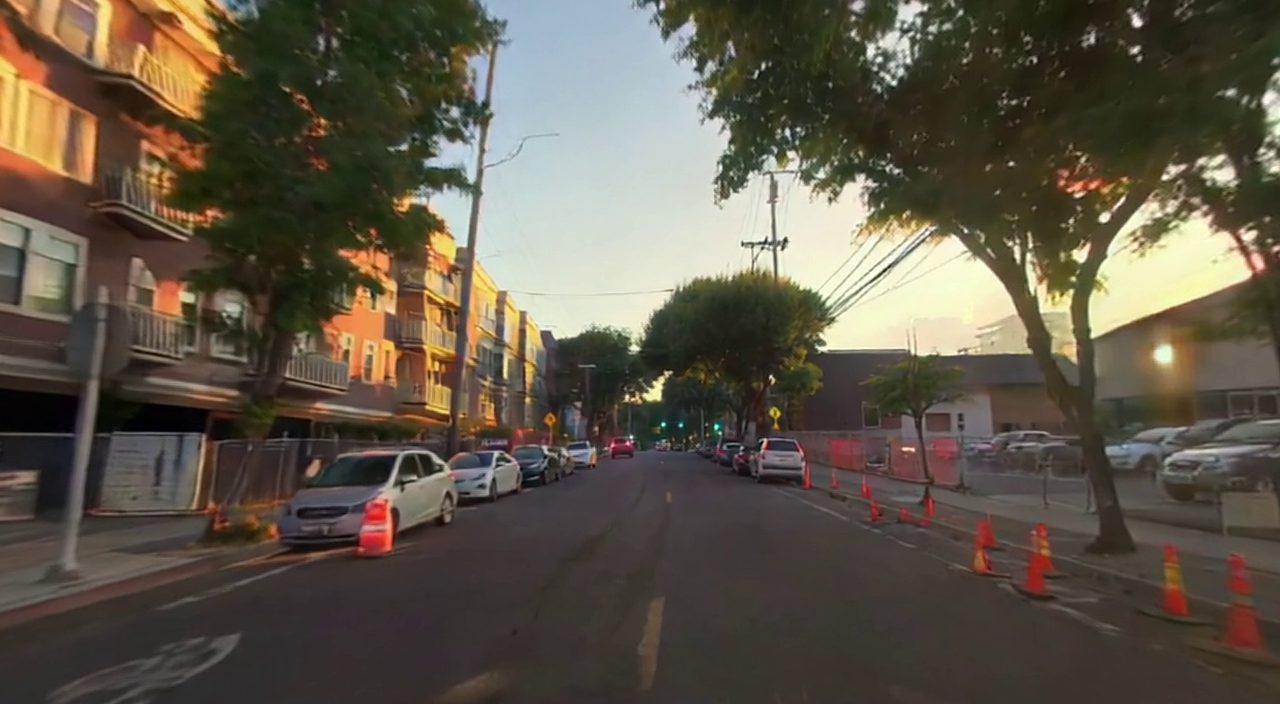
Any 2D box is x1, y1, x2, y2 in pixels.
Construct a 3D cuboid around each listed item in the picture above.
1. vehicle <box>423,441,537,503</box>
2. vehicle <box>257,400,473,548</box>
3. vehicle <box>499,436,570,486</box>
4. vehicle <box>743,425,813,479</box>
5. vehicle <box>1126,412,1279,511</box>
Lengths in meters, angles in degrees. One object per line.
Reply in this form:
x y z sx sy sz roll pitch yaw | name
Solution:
-4.350 3.421 17.981 1.967 1.483 4.347 -2 -11 2 | vehicle
-4.672 2.121 11.512 1.894 2.186 3.901 -1 -9 5 | vehicle
-3.926 4.124 24.191 1.996 1.695 4.127 0 -9 0 | vehicle
5.555 4.219 26.090 1.994 1.857 4.393 2 -12 1 | vehicle
13.993 2.327 13.879 4.585 1.977 2.170 -3 -8 10 | vehicle
